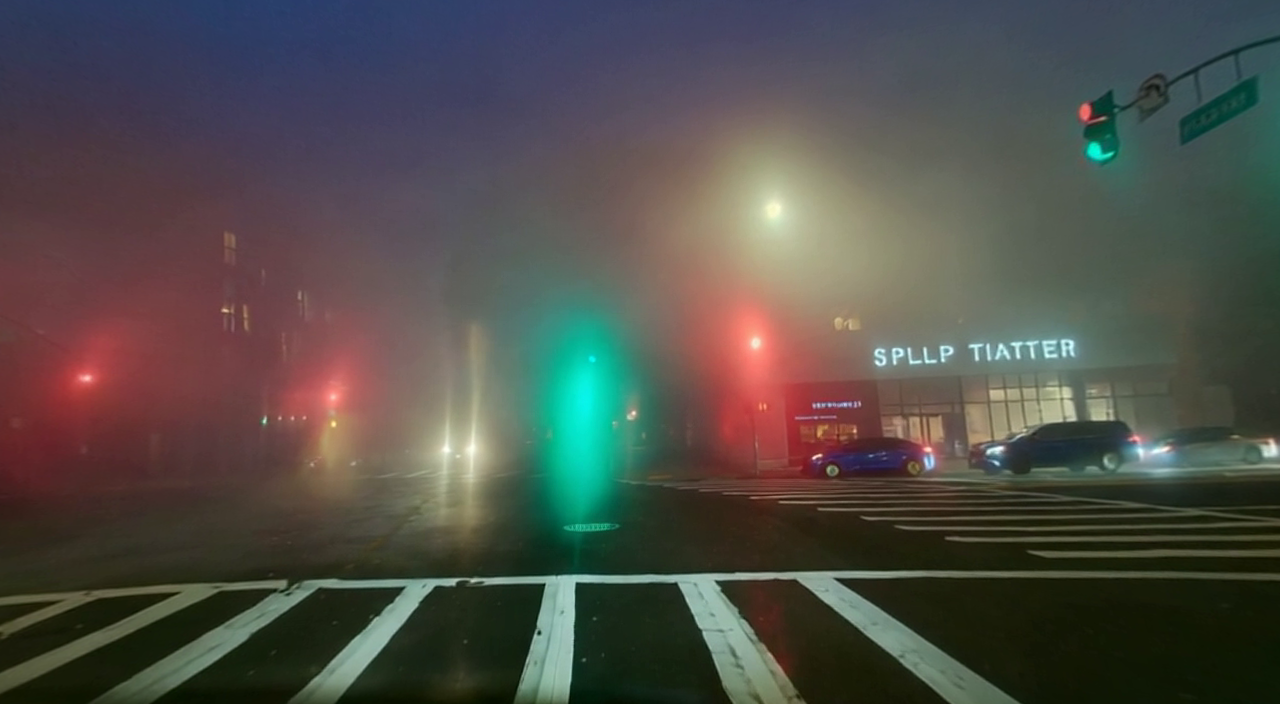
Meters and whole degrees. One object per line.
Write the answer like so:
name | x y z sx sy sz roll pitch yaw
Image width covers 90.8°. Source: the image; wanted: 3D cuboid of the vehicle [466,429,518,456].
vehicle | -9.880 6.111 42.585 2.181 1.723 4.692 -1 -8 3

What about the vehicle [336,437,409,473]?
vehicle | -14.351 5.534 34.169 1.933 1.461 4.393 -5 -5 1

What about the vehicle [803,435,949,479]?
vehicle | 8.251 3.699 22.409 4.426 1.446 1.795 -1 -8 1

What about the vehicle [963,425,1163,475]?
vehicle | 14.604 3.429 22.115 5.420 1.609 2.063 -1 -8 2

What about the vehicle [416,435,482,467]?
vehicle | -9.772 5.092 32.674 2.119 1.485 4.472 0 -8 -1

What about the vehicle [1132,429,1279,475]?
vehicle | 20.161 3.422 21.738 4.782 1.455 1.936 0 -8 -1

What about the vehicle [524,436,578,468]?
vehicle | -4.451 5.054 32.178 1.892 1.481 4.365 -1 -8 3
